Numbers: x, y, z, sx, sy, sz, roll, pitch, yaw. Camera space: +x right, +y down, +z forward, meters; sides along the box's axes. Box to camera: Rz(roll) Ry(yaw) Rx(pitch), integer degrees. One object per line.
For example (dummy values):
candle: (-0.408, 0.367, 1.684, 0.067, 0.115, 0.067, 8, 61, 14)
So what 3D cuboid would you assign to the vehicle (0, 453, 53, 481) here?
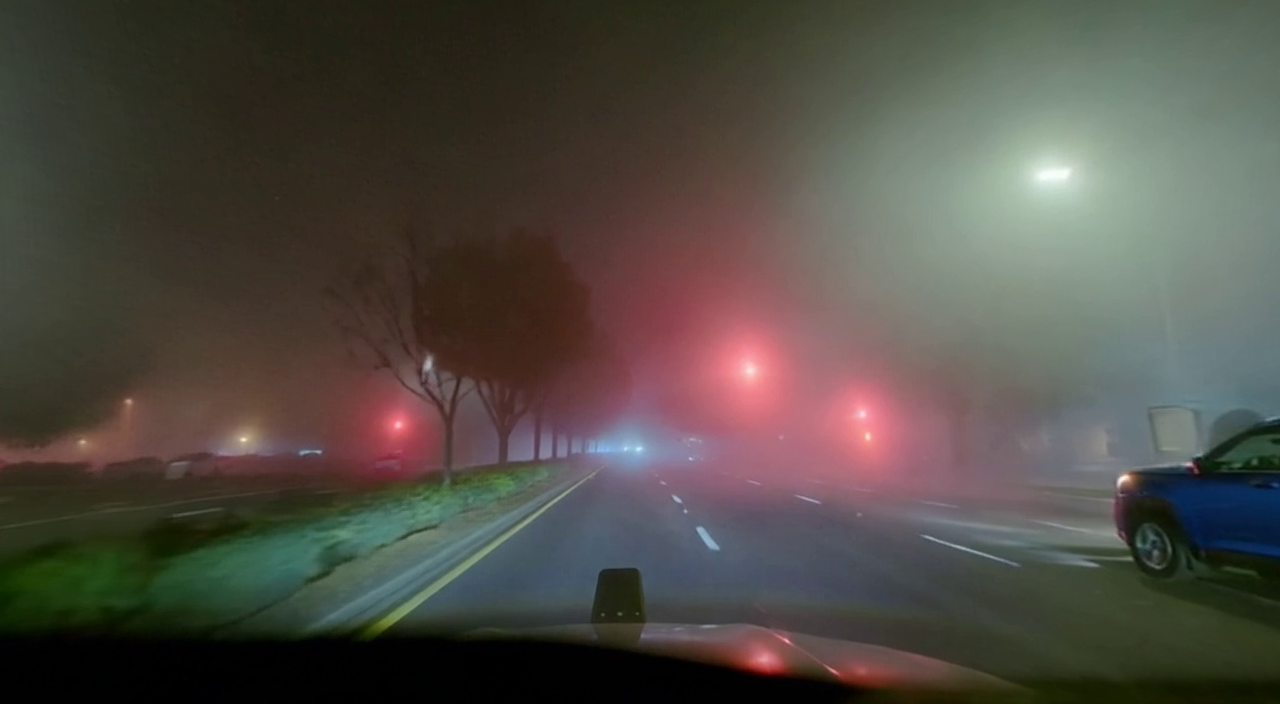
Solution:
vehicle: (-41.615, 7.485, 41.186, 4.562, 1.756, 2.075, 0, -9, 1)

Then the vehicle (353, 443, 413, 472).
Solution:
vehicle: (-19.701, 8.081, 48.749, 2.281, 2.035, 5.418, 0, -8, 1)

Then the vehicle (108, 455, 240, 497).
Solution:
vehicle: (-19.149, 5.096, 26.283, 2.048, 1.493, 4.588, 0, -8, -1)

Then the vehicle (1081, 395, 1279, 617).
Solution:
vehicle: (6.120, 1.202, 4.895, 2.012, 1.754, 4.635, 0, -8, 0)

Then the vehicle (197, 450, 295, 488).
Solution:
vehicle: (-19.607, 5.806, 31.709, 1.985, 1.667, 4.622, 0, -8, -1)
